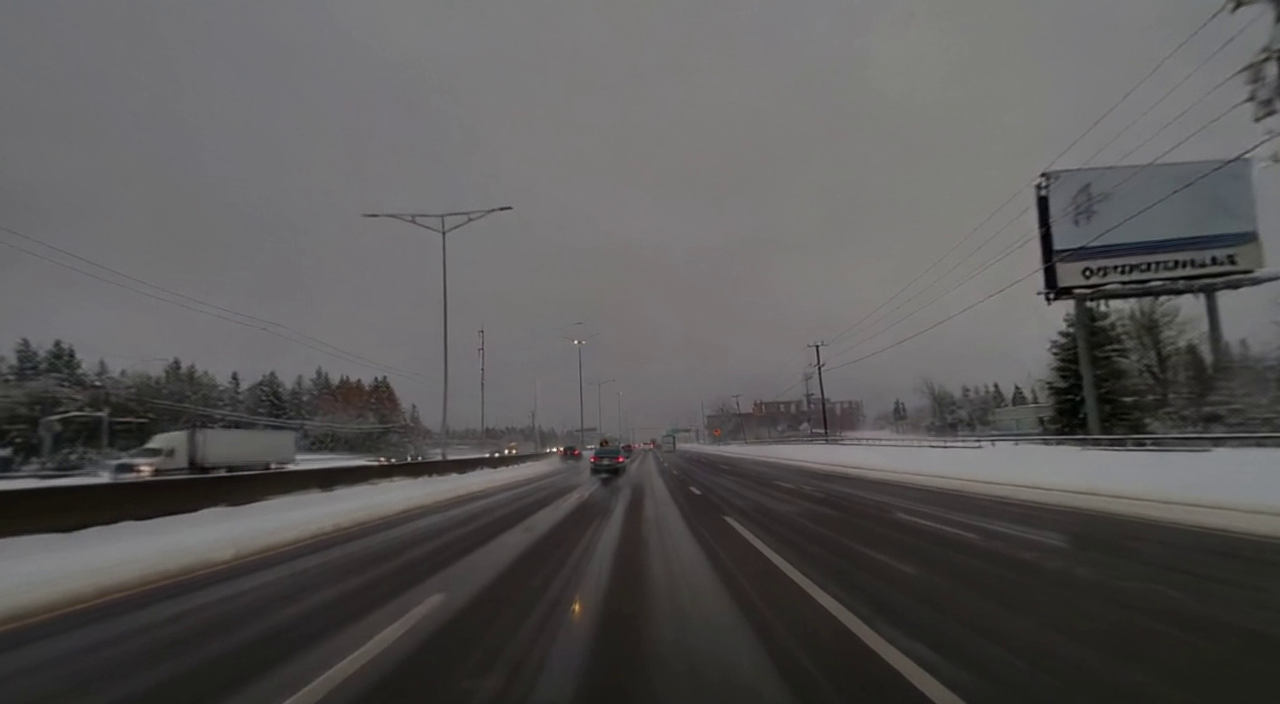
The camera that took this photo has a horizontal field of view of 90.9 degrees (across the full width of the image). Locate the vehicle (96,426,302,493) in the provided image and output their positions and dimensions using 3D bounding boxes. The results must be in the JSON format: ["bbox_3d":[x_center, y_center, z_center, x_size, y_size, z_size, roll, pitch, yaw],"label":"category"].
[{"bbox_3d":[-23.246,5.703,34.569,2.956,2.946,11.348,-2,-8,2],"label":"vehicle"}]

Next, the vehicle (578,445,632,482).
[{"bbox_3d":[-1.424,4.719,27.017,1.891,1.444,3.968,-1,-8,3],"label":"vehicle"}]
